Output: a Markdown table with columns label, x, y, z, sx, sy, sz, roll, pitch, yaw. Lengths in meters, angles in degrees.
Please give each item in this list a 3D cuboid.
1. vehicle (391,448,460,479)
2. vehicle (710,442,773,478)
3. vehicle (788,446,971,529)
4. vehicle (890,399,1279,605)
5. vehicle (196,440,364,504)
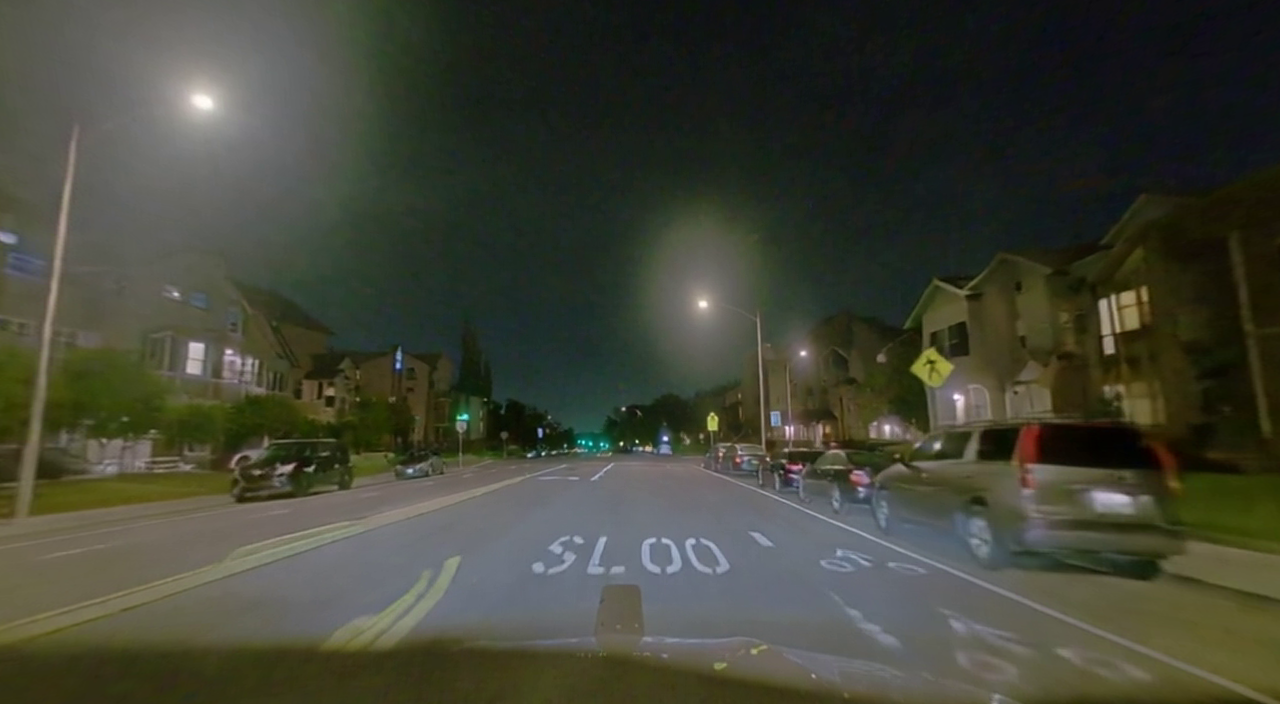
| label | x | y | z | sx | sy | sz | roll | pitch | yaw |
| --- | --- | --- | --- | --- | --- | --- | --- | --- | --- |
| vehicle | -11.071 | 5.775 | 32.976 | 1.949 | 1.457 | 4.581 | 0 | -8 | 0 |
| vehicle | 4.507 | 4.857 | 28.761 | 2.196 | 1.472 | 4.426 | 0 | -8 | 0 |
| vehicle | 4.615 | 2.642 | 12.976 | 2.049 | 1.385 | 4.209 | 0 | -8 | -1 |
| vehicle | 5.076 | 1.686 | 7.942 | 2.087 | 1.869 | 4.159 | 0 | -8 | -1 |
| vehicle | -11.392 | 3.789 | 20.566 | 2.459 | 1.804 | 4.877 | 0 | -8 | 2 |
